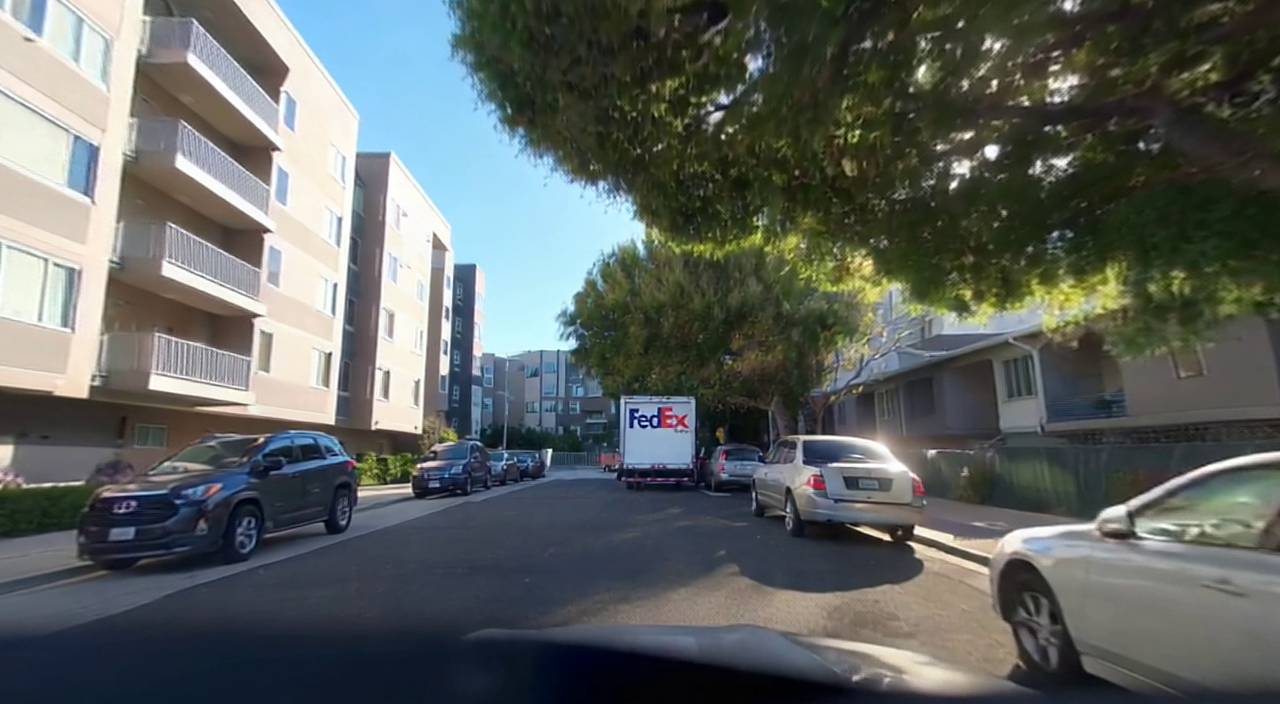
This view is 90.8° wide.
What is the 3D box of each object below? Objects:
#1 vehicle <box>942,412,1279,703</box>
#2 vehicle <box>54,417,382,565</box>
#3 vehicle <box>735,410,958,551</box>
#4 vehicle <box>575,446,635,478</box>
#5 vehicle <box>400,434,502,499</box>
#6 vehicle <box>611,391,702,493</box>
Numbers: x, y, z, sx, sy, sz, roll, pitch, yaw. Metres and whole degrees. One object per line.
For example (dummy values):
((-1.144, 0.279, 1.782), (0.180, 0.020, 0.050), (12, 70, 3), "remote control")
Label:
((3.390, 1.052, 2.858), (1.877, 1.500, 4.407), (0, -8, 0), "vehicle")
((-5.968, 1.996, 9.796), (2.089, 1.757, 4.256), (0, -8, 0), "vehicle")
((3.376, 2.249, 11.893), (2.221, 1.991, 5.564), (0, -8, -1), "vehicle")
((-1.690, 5.516, 32.004), (1.981, 1.500, 3.992), (-2, -9, 13), "vehicle")
((-6.084, 3.725, 20.973), (2.020, 1.867, 4.654), (0, -8, -1), "vehicle")
((0.417, 3.489, 24.502), (2.930, 3.275, 8.180), (0, -8, -1), "vehicle")
